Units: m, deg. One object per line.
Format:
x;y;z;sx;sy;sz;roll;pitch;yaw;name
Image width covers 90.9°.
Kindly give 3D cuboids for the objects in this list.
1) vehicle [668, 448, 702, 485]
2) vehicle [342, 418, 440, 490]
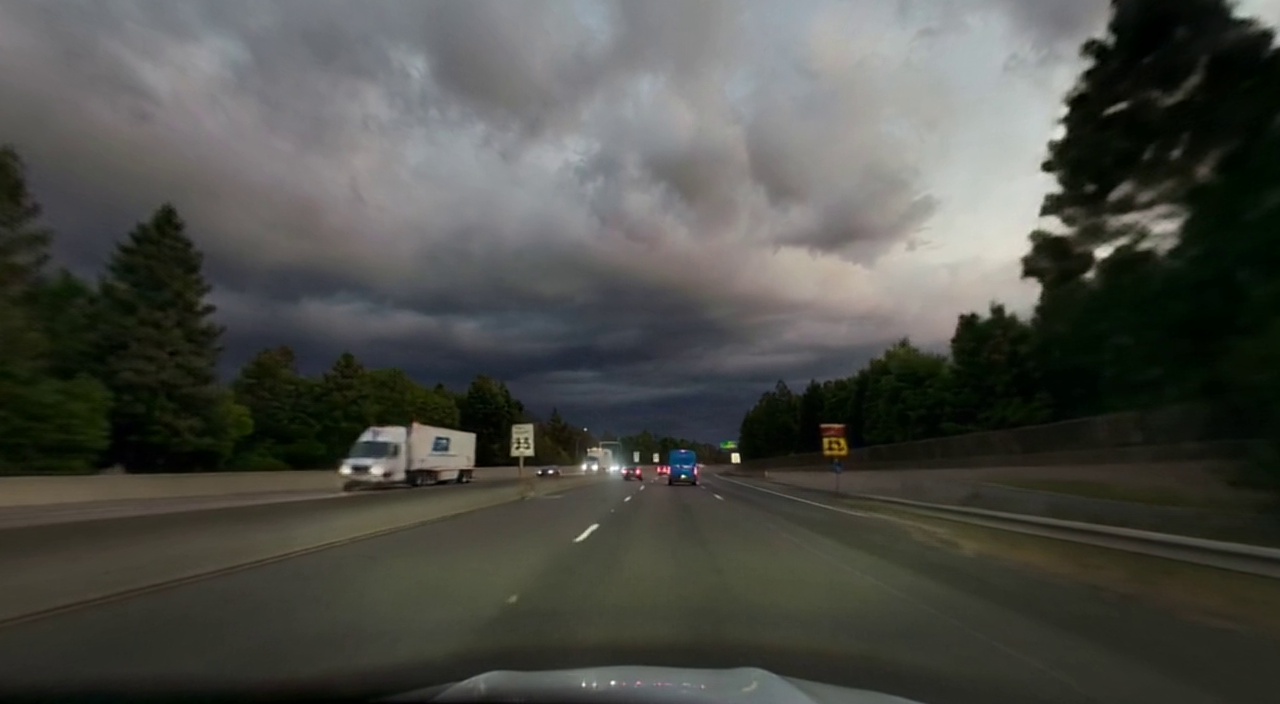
3.302;8.585;47.137;2.366;2.595;5.793;0;-11;3;vehicle
-14.673;6.170;37.767;2.881;3.885;6.052;0;-11;4;vehicle
